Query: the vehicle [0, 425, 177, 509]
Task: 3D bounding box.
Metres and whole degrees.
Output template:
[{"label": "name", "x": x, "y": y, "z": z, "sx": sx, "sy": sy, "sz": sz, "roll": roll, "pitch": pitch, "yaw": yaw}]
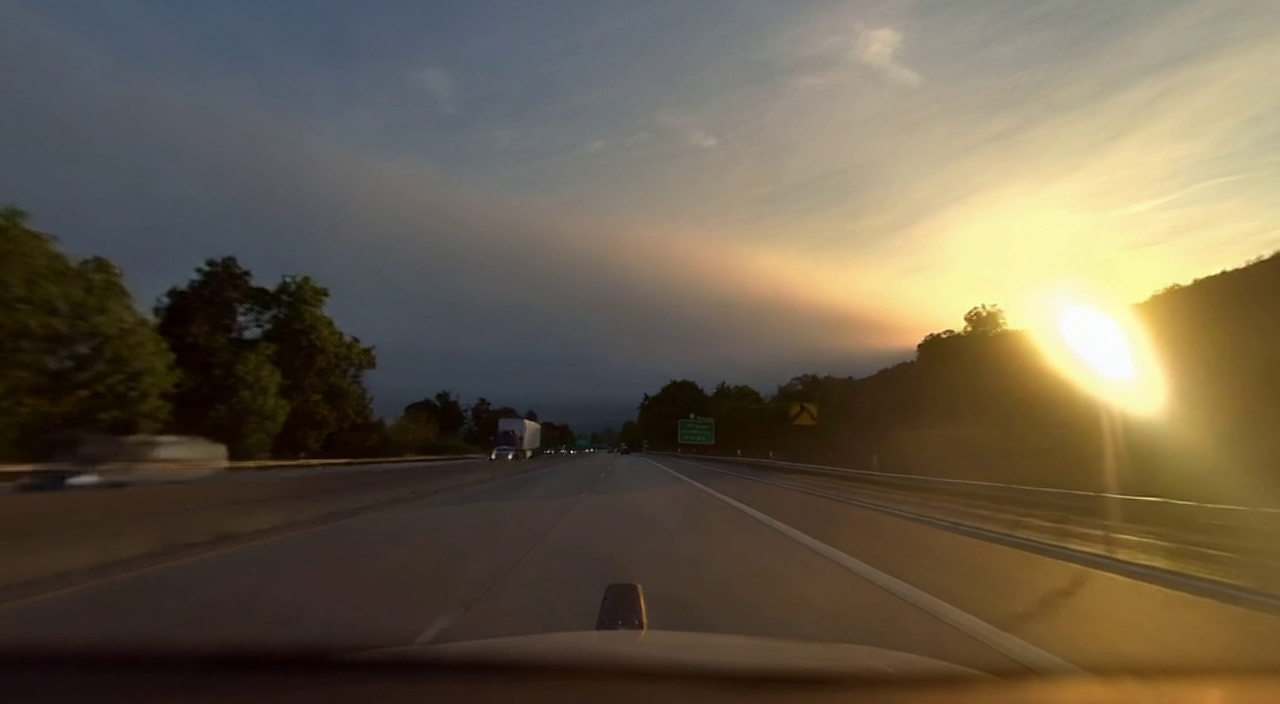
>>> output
[{"label": "vehicle", "x": -12.183, "y": 2.308, "z": 12.820, "sx": 2.027, "sy": 1.452, "sz": 4.580, "roll": 0, "pitch": -9, "yaw": 0}]
